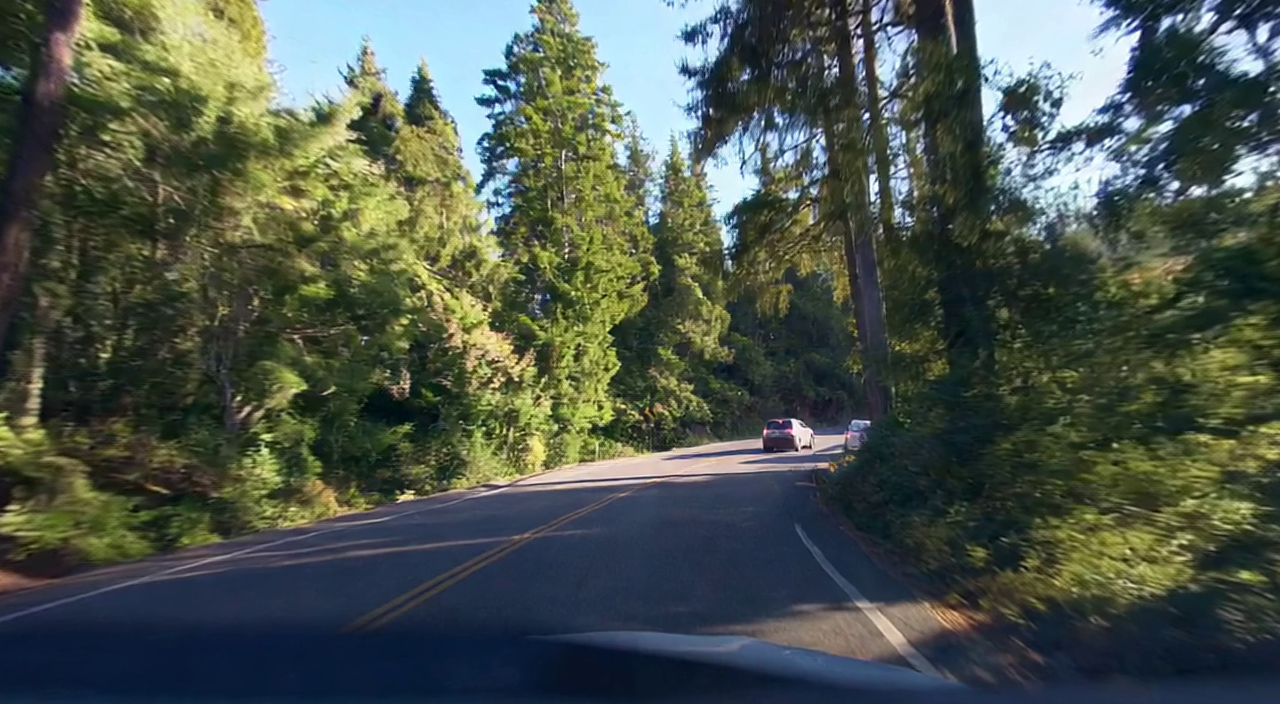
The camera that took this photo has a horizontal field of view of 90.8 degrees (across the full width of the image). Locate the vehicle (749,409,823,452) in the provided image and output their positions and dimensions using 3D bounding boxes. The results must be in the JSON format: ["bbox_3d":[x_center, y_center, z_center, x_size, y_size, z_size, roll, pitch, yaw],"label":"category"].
[{"bbox_3d":[7.569,3.976,32.223,2.469,1.953,5.605,-4,-7,25],"label":"vehicle"}]

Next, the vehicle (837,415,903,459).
[{"bbox_3d":[10.314,3.805,28.131,2.172,1.773,4.601,-5,-9,26],"label":"vehicle"}]
